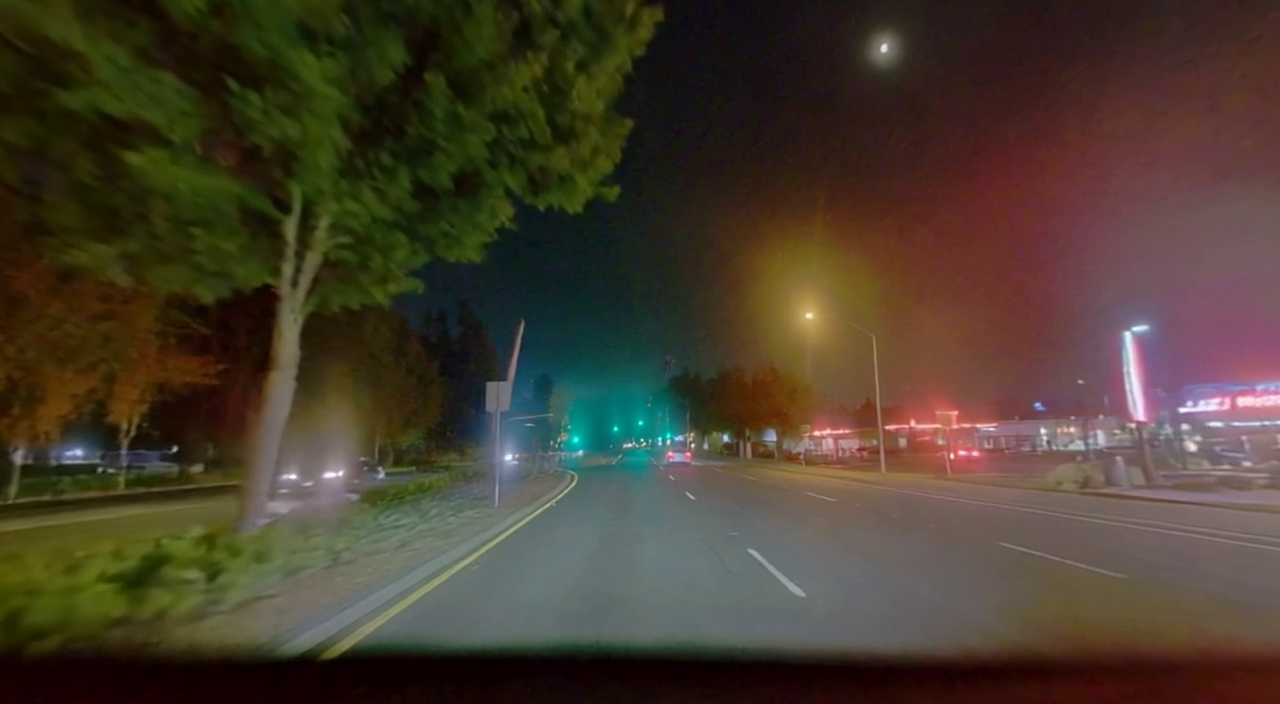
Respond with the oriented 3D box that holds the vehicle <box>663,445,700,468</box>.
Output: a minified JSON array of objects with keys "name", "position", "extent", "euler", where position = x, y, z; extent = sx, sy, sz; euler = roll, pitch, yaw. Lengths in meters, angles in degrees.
[{"name":"vehicle","position":[2.753,7.017,42.533],"extent":[2.015,1.479,4.444],"euler":[0,-9,-2]}]

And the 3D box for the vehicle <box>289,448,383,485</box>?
[{"name":"vehicle","position":[-13.478,5.084,28.253],"extent":[1.902,1.481,4.518],"euler":[0,-9,0]}]

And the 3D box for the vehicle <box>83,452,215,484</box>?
[{"name":"vehicle","position":[-29.691,7.030,38.213],"extent":[6.013,1.767,2.250],"euler":[0,-8,-3]}]
